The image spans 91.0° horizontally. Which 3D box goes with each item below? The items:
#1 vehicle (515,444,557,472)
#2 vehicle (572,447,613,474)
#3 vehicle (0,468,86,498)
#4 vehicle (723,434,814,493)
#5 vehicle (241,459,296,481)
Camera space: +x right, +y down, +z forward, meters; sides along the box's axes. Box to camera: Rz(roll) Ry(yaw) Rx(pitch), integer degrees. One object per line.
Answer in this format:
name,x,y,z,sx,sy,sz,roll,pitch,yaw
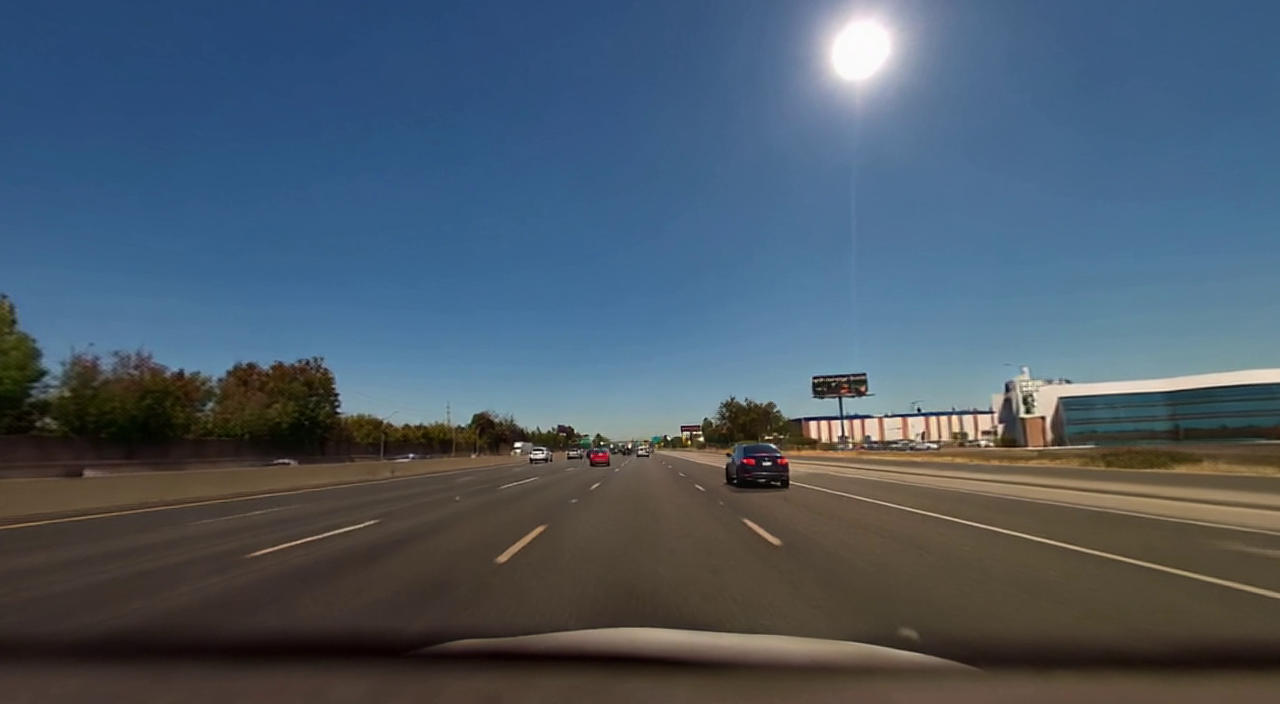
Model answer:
vehicle,-7.323,7.512,44.881,2.112,1.813,4.716,0,-9,1
vehicle,-2.801,6.528,38.006,2.139,1.510,4.506,0,-9,0
vehicle,-33.671,7.266,35.155,1.813,1.475,3.941,0,-9,1
vehicle,4.269,3.783,21.706,2.109,1.764,4.704,0,-9,0
vehicle,-27.777,8.840,47.199,1.722,1.495,3.786,0,-9,0
